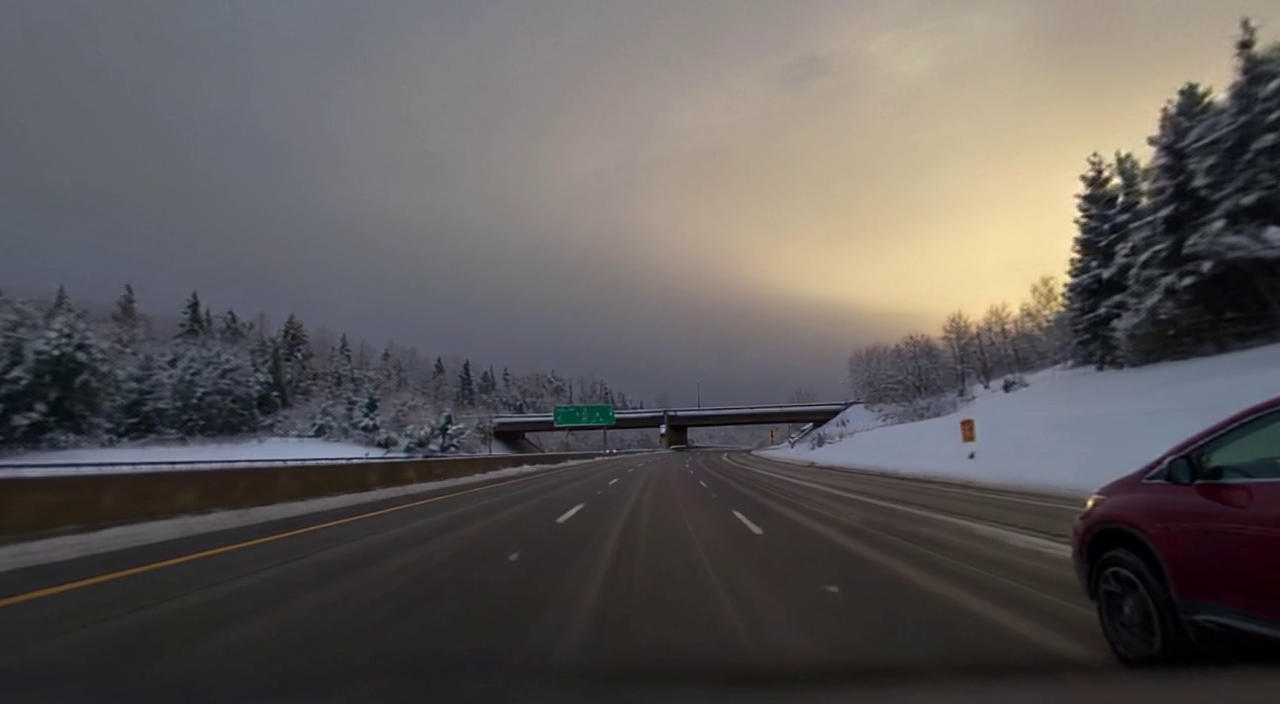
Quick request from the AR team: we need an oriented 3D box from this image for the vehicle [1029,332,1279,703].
[{"bbox_3d":[3.756,0.696,2.117,2.019,1.732,4.579,0,-8,1],"label":"vehicle"}]
